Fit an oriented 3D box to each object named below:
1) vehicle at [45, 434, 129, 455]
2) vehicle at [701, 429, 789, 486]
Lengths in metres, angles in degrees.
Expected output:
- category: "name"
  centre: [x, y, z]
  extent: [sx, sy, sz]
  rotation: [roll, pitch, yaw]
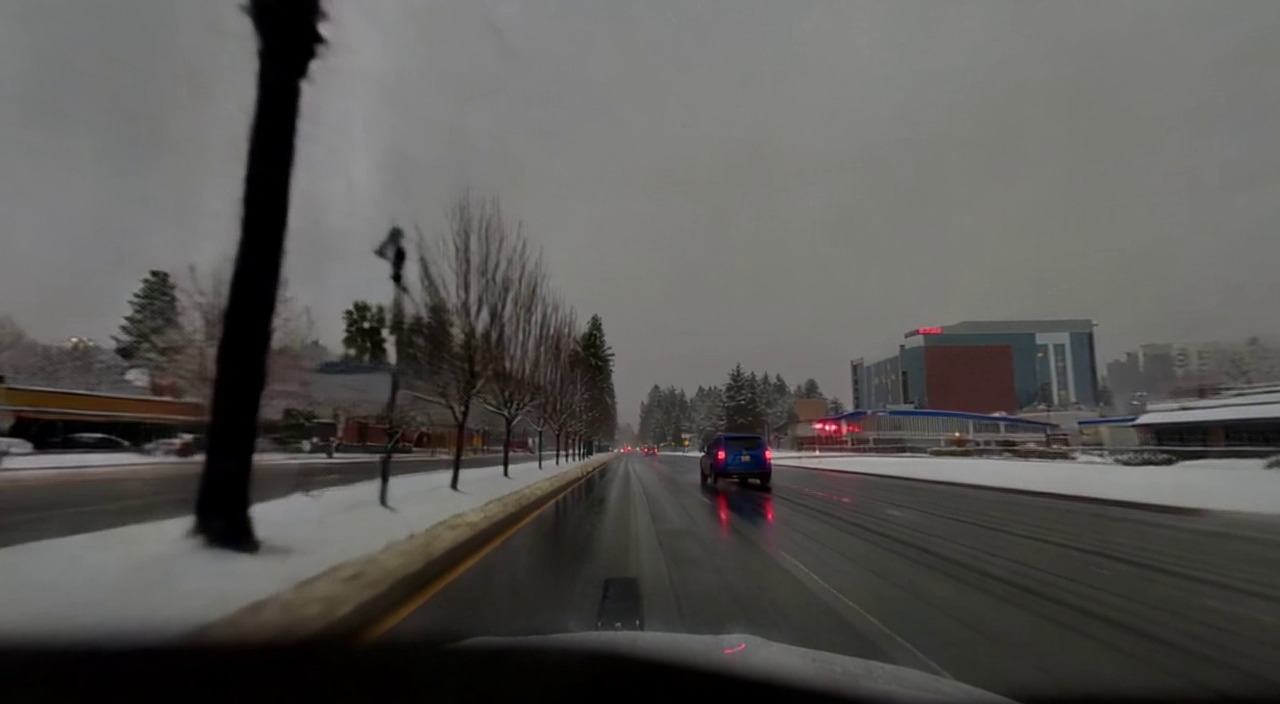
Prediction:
- category: "vehicle"
  centre: [-43.545, 7.313, 49.810]
  extent: [4.530, 1.569, 2.159]
  rotation: [0, -8, 1]
- category: "vehicle"
  centre: [3.374, 3.511, 21.210]
  extent: [2.072, 1.696, 4.177]
  rotation: [0, -8, -2]
